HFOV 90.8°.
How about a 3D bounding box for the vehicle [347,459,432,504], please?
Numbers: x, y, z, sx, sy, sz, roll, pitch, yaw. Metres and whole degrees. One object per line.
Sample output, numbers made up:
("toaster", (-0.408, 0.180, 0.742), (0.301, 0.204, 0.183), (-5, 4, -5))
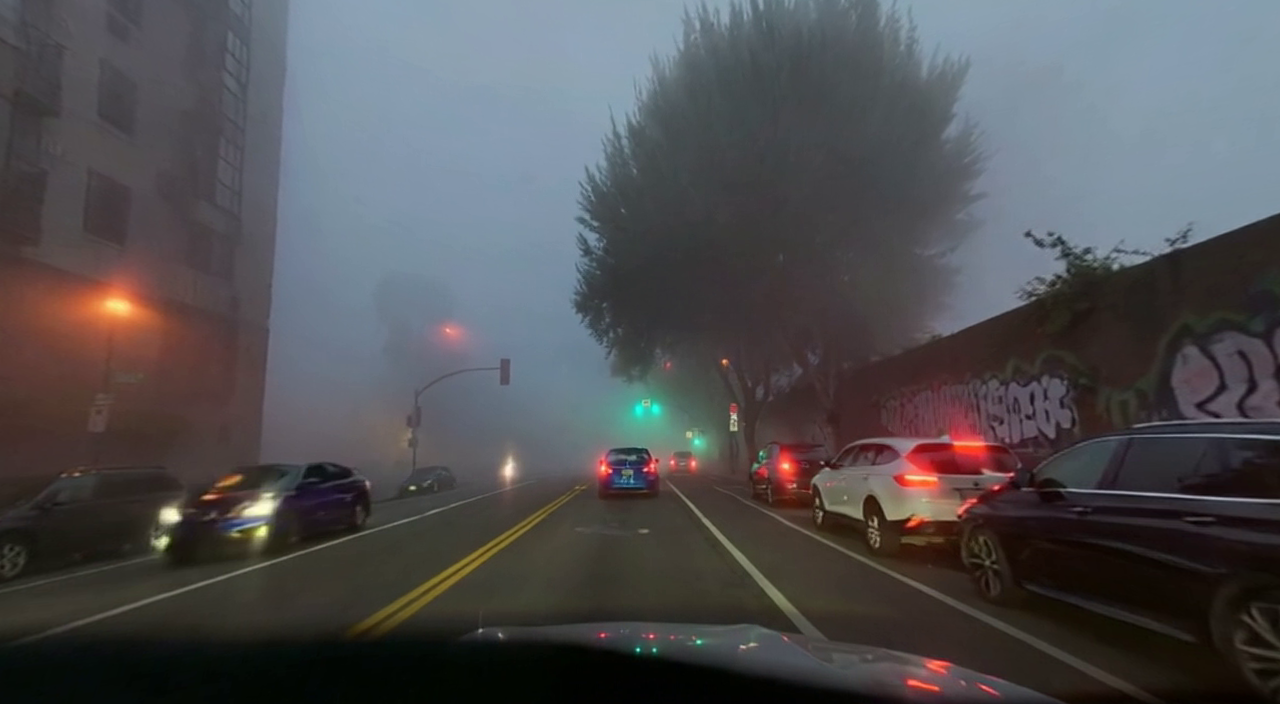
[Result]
("vehicle", (-11.127, 5.747, 28.379), (1.931, 1.499, 4.645), (-7, -8, -2))

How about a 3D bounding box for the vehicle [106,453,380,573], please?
("vehicle", (-6.409, 2.584, 11.000), (1.906, 1.445, 4.490), (-4, -8, 0))

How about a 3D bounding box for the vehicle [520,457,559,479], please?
("vehicle", (-7.041, 8.161, 44.730), (2.040, 1.402, 4.237), (0, -8, 0))

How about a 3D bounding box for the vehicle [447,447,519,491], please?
("vehicle", (-6.827, 5.106, 28.034), (2.147, 1.747, 4.409), (0, -8, -1))

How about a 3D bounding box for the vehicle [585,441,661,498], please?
("vehicle", (-0.522, 3.692, 20.305), (2.166, 1.579, 4.300), (0, -8, -1))

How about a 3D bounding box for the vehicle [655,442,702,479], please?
("vehicle", (1.951, 5.630, 33.158), (2.207, 1.761, 4.292), (0, -8, 0))

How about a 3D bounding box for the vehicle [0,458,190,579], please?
("vehicle", (-10.922, 2.960, 11.539), (2.276, 1.741, 4.439), (-5, -8, -1))

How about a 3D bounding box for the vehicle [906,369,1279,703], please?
("vehicle", (4.148, 1.201, 4.501), (2.097, 1.811, 5.230), (0, -8, -1))
